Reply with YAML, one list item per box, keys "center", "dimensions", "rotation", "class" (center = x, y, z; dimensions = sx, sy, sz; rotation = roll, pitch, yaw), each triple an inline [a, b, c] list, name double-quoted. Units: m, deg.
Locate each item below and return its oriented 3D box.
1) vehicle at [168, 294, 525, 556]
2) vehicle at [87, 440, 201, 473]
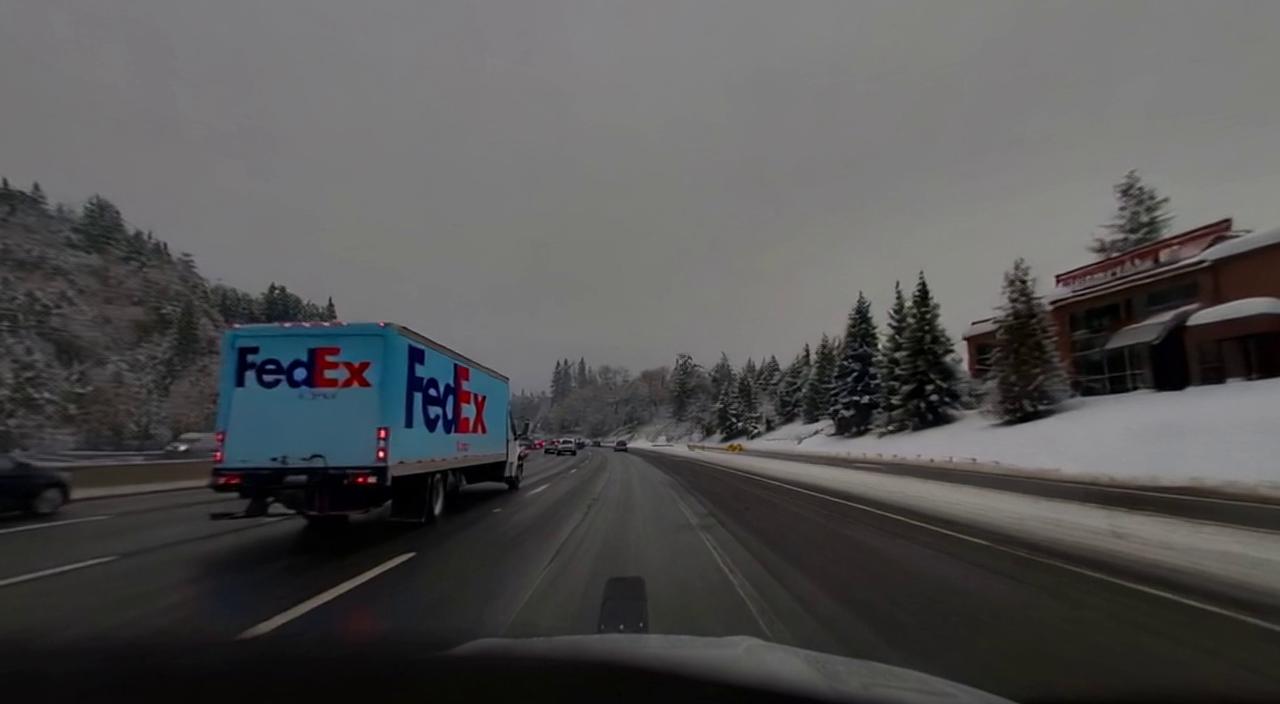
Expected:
- center: [-4.242, 1.400, 11.520]
  dimensions: [2.798, 3.212, 7.573]
  rotation: [0, -8, 0]
  class: "vehicle"
- center: [-24.044, 5.069, 30.840]
  dimensions: [1.870, 1.466, 4.679]
  rotation: [0, -8, -1]
  class: "vehicle"
